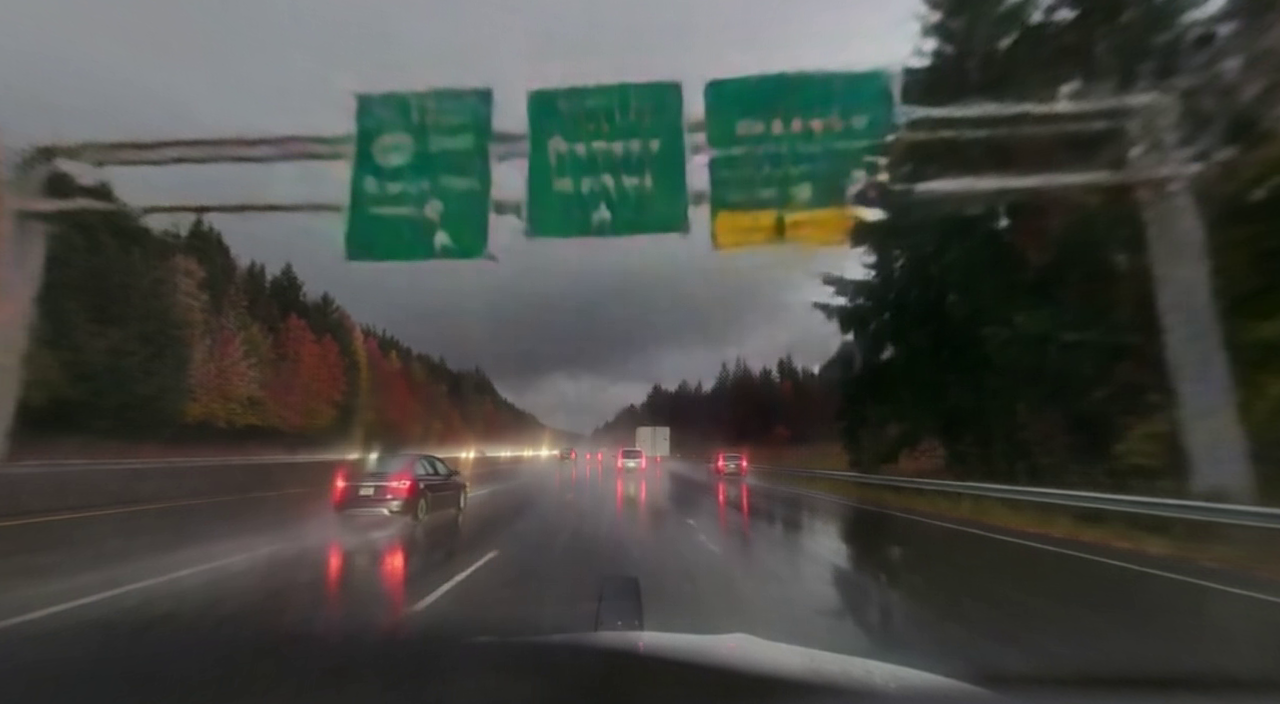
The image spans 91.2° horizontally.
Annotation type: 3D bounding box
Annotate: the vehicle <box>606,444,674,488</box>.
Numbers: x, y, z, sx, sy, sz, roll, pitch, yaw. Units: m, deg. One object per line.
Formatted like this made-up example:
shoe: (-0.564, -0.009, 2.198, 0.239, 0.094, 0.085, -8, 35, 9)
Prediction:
vehicle: (-0.041, 4.776, 26.547, 2.634, 1.679, 4.070, 0, -9, -1)

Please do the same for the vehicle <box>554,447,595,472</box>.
vehicle: (-4.701, 7.745, 45.425, 2.545, 1.679, 4.267, 0, -9, 0)

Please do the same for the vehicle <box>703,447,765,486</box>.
vehicle: (4.098, 5.060, 28.019, 2.035, 1.571, 4.413, 0, -9, -1)

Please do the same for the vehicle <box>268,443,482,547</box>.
vehicle: (-4.360, 2.389, 11.159, 2.017, 1.469, 4.113, 0, -9, 0)
